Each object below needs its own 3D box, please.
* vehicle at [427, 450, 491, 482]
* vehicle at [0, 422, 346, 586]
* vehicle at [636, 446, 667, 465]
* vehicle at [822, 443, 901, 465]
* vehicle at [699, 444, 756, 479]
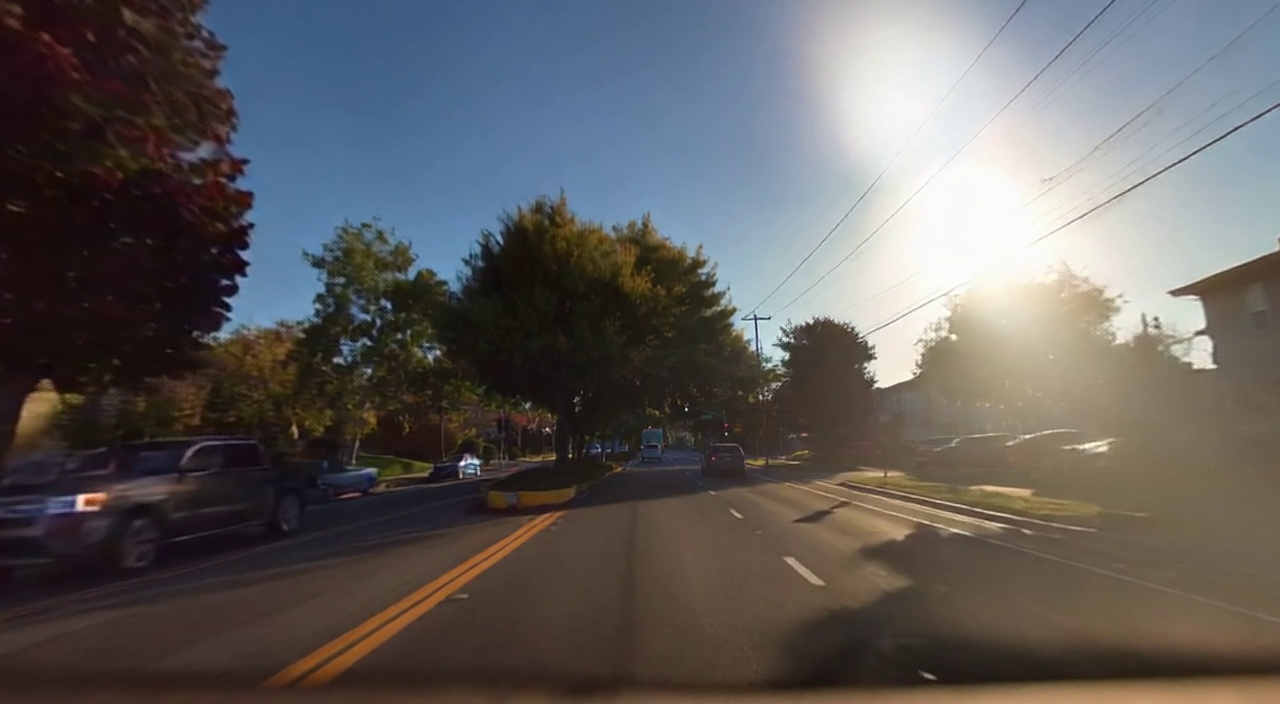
[{"bbox_3d":[-9.678,6.119,34.115,2.032,1.452,4.656,-2,-7,1],"label":"vehicle"},{"bbox_3d":[-7.065,2.080,9.730,2.303,1.789,5.423,0,-8,2],"label":"vehicle"},{"bbox_3d":[0.887,7.981,48.766,2.298,1.359,4.081,0,-8,1],"label":"vehicle"},{"bbox_3d":[15.481,7.142,44.168,4.838,1.474,1.873,1,-8,-5],"label":"vehicle"},{"bbox_3d":[3.978,5.043,29.380,1.951,1.479,4.487,0,-8,0],"label":"vehicle"}]
